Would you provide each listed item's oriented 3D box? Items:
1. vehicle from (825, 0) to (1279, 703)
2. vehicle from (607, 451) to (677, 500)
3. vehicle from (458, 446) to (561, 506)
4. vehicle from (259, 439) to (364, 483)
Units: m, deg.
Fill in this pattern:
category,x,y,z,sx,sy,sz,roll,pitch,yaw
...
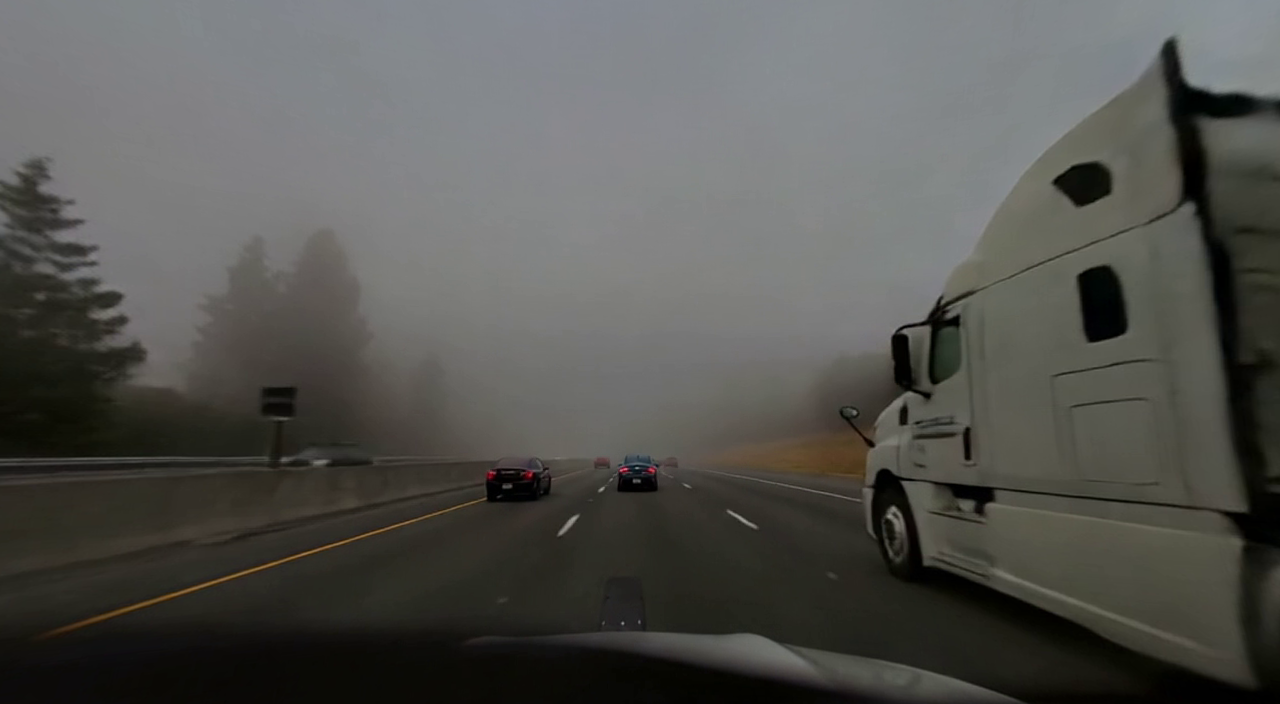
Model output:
category,x,y,z,sx,sy,sz,roll,pitch,yaw
vehicle,4.313,0.344,5.968,3.017,3.953,6.582,0,-9,0
vehicle,0.036,3.875,20.201,2.023,1.400,4.028,0,-9,-1
vehicle,-3.752,3.656,19.071,2.153,1.581,4.375,0,-9,0
vehicle,-12.141,4.053,23.634,1.827,1.498,3.936,0,-9,0
